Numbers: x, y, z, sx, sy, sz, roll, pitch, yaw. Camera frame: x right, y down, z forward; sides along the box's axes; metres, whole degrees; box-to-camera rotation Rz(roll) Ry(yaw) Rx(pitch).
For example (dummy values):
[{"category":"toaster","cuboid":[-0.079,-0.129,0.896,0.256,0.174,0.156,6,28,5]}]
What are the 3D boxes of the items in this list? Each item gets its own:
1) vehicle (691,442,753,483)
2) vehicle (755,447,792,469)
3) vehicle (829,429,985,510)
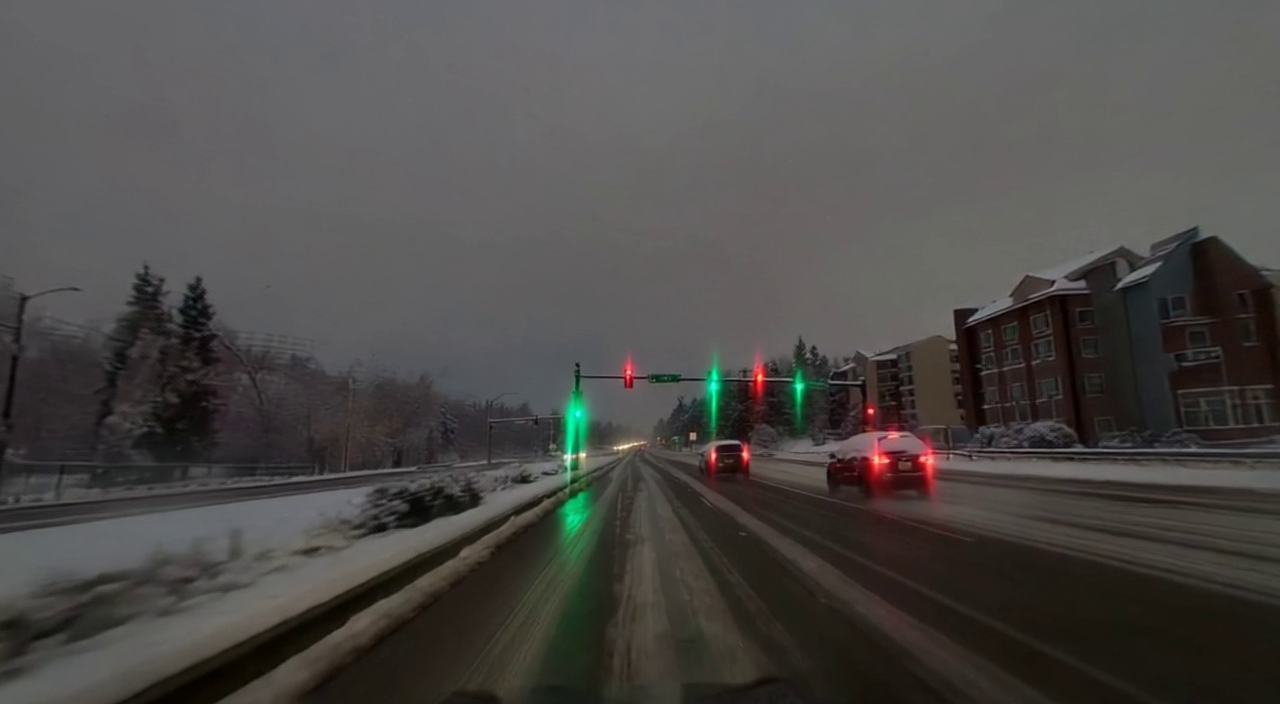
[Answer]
[{"category":"vehicle","cuboid":[3.320,4.554,26.283,1.917,1.538,4.259,0,-9,-1]},{"category":"vehicle","cuboid":[10.172,8.060,48.383,1.842,1.569,4.122,0,-9,-1]},{"category":"vehicle","cuboid":[6.644,2.954,16.397,1.946,1.773,4.641,0,-9,-1]}]
